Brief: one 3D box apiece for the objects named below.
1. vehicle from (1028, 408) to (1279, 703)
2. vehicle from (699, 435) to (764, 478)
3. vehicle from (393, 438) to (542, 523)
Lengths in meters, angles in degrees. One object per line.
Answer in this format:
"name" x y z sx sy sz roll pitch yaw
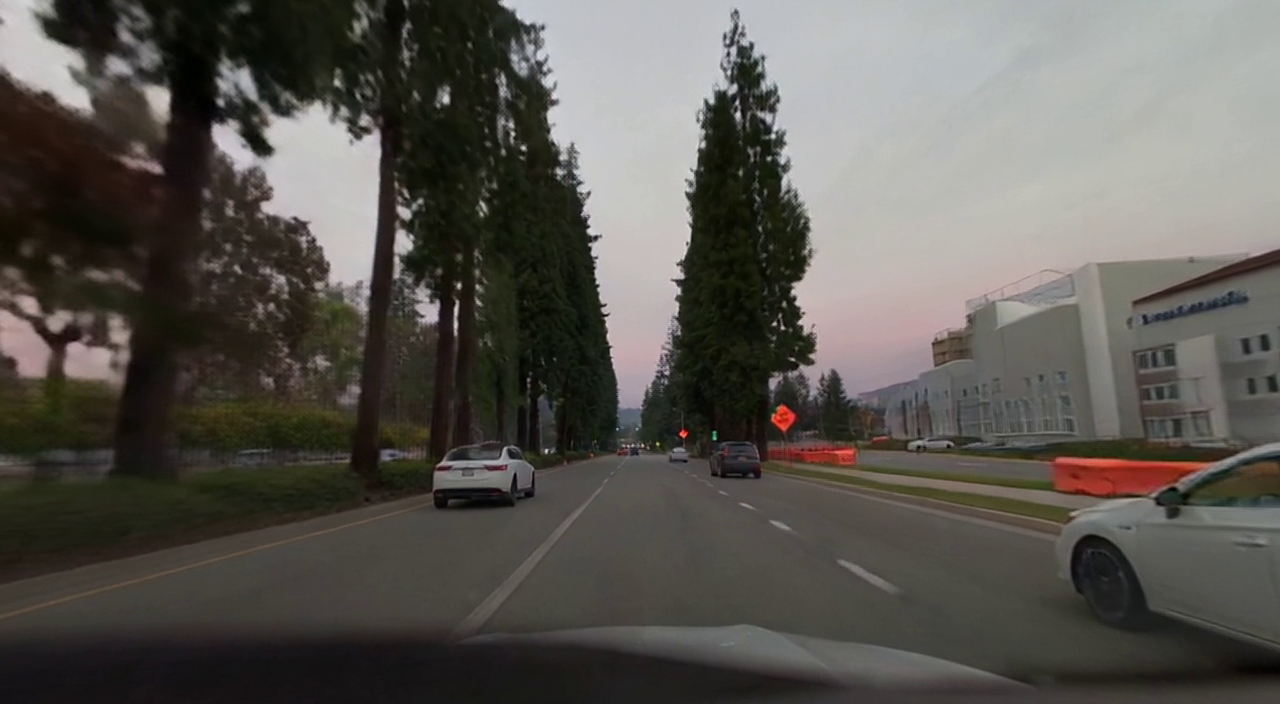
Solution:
"vehicle" 4.099 1.039 3.193 1.827 1.491 3.743 0 -9 -1
"vehicle" 4.116 4.802 29.191 2.159 1.793 4.735 0 -9 -1
"vehicle" -3.373 2.586 13.291 2.020 1.474 4.098 0 -9 -1
